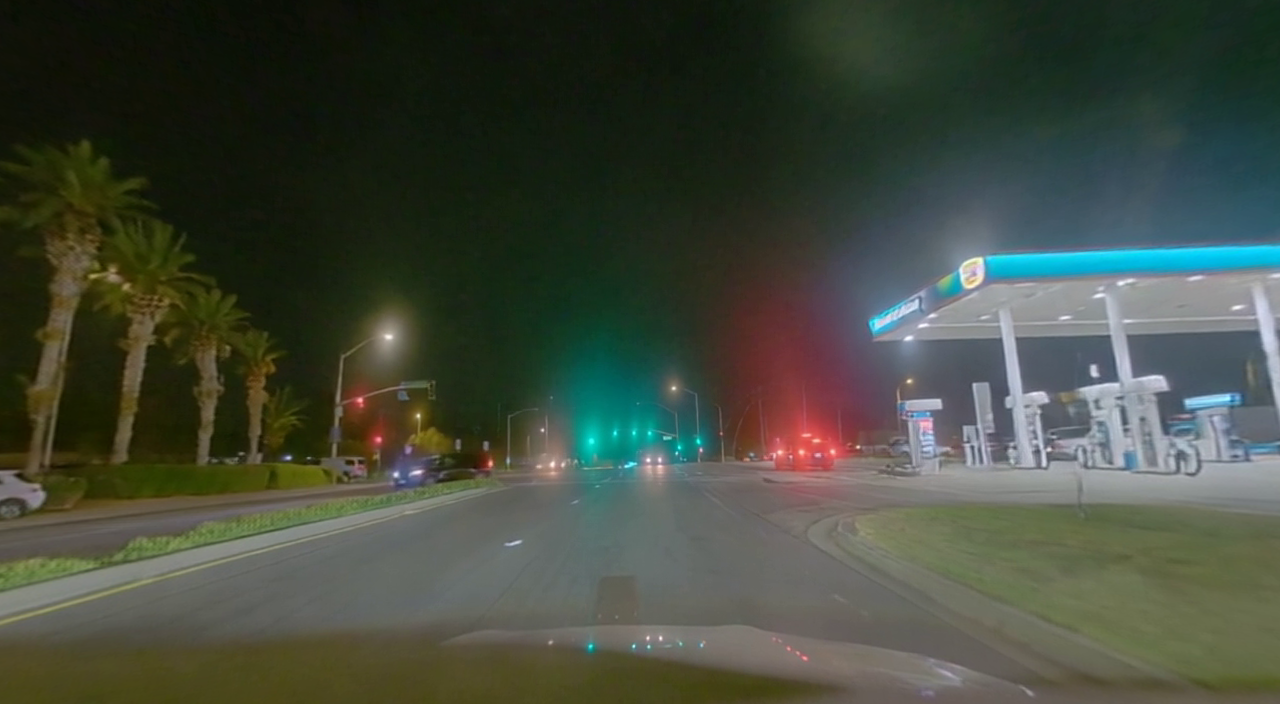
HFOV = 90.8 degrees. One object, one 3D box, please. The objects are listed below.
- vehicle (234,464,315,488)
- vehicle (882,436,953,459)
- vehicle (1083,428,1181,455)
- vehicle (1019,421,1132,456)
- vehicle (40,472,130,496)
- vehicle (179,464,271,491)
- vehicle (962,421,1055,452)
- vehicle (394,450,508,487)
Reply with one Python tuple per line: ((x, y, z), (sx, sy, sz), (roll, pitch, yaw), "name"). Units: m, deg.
((-25.806, 8.761, 44.732), (4.448, 1.525, 1.835), (1, -9, -4), "vehicle")
((21.641, 7.450, 49.415), (4.578, 1.756, 2.042), (1, -9, -6), "vehicle")
((30.362, 5.537, 39.073), (4.286, 1.519, 2.070), (-1, -9, -2), "vehicle")
((30.458, 6.081, 44.301), (6.052, 2.171, 2.511), (-2, -8, -5), "vehicle")
((-37.779, 8.989, 43.057), (4.182, 1.452, 1.954), (0, -9, -1), "vehicle")
((-25.599, 7.755, 39.075), (4.407, 1.565, 1.861), (0, -9, 2), "vehicle")
((28.970, 6.701, 49.852), (5.625, 2.303, 2.592), (0, -9, 2), "vehicle")
((-8.327, 5.131, 28.286), (1.920, 1.496, 4.763), (-5, -10, 31), "vehicle")
